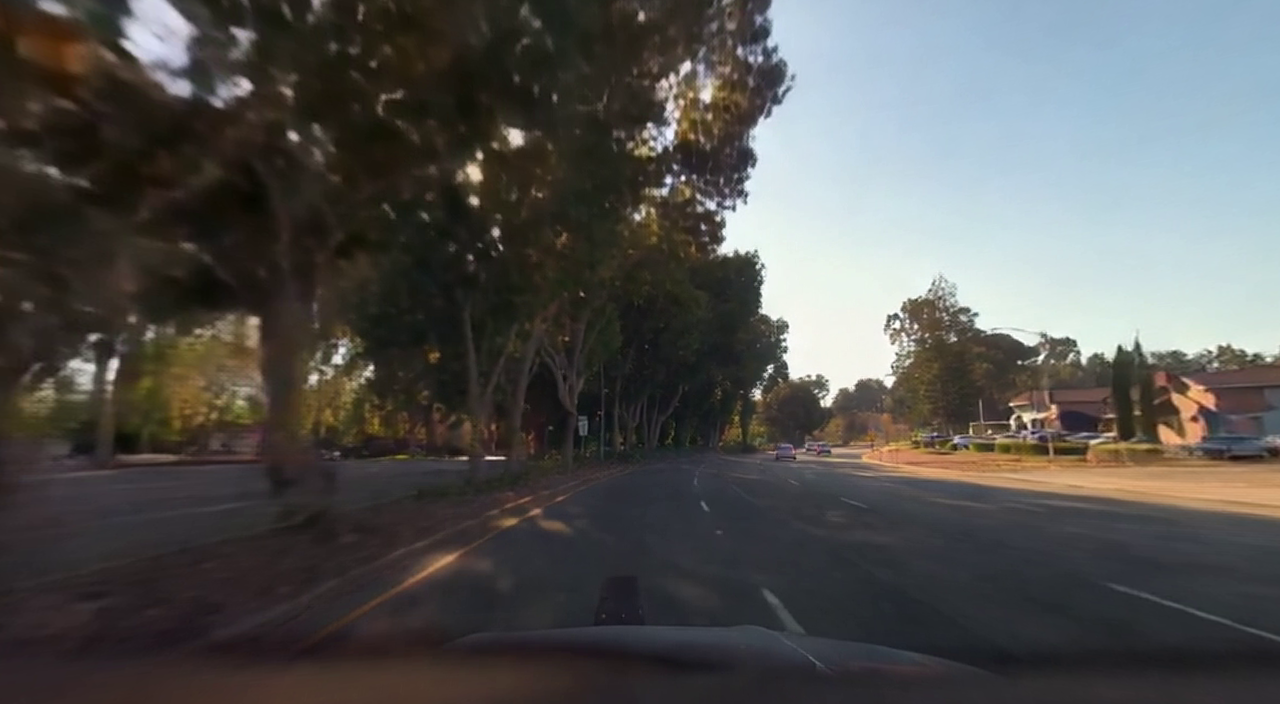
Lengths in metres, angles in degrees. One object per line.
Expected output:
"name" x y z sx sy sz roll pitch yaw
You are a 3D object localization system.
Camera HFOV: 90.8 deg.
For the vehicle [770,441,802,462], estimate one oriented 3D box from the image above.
"vehicle" 10.998 7.509 47.755 1.988 1.460 3.996 -1 -8 7
